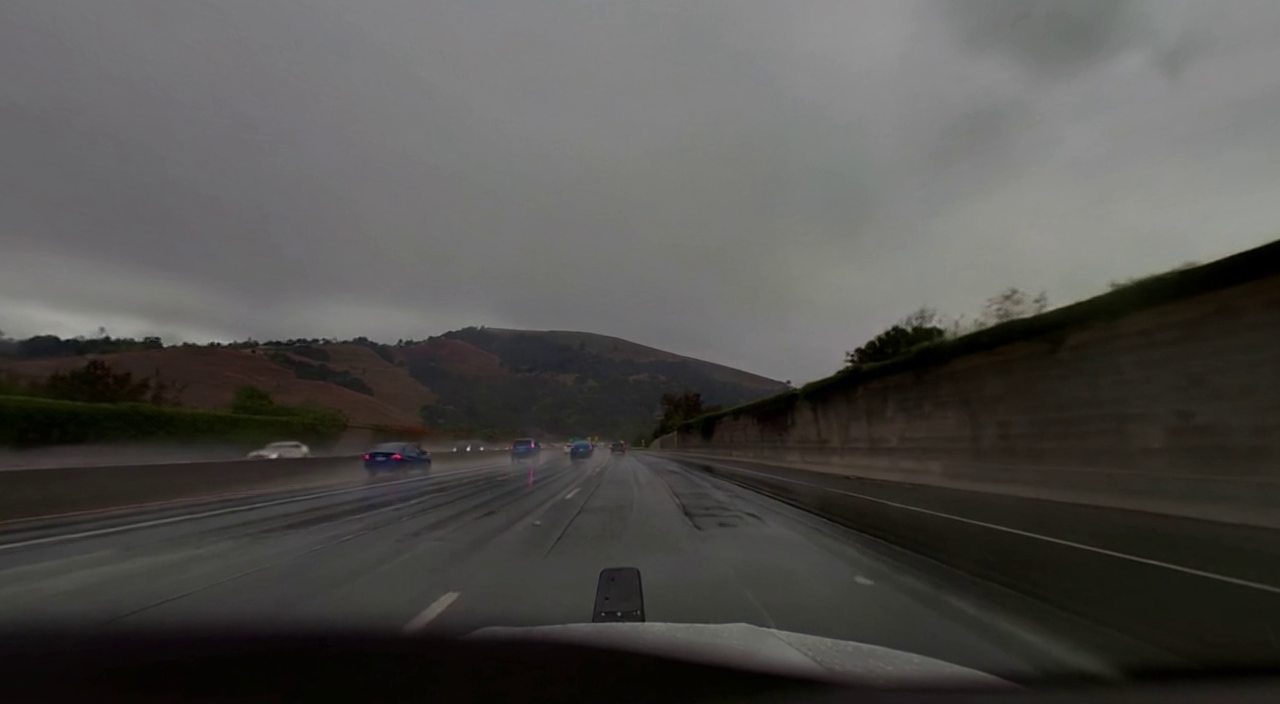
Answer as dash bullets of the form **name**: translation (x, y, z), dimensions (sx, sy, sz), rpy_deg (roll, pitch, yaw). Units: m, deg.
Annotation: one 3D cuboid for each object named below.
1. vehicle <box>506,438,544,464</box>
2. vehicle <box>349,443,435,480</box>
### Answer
- **vehicle**: translation (-8.295, 7.206, 45.984), dimensions (2.074, 1.768, 4.805), rpy_deg (0, -9, -2)
- **vehicle**: translation (-10.677, 4.736, 27.603), dimensions (1.949, 1.475, 4.740), rpy_deg (0, -9, -2)
